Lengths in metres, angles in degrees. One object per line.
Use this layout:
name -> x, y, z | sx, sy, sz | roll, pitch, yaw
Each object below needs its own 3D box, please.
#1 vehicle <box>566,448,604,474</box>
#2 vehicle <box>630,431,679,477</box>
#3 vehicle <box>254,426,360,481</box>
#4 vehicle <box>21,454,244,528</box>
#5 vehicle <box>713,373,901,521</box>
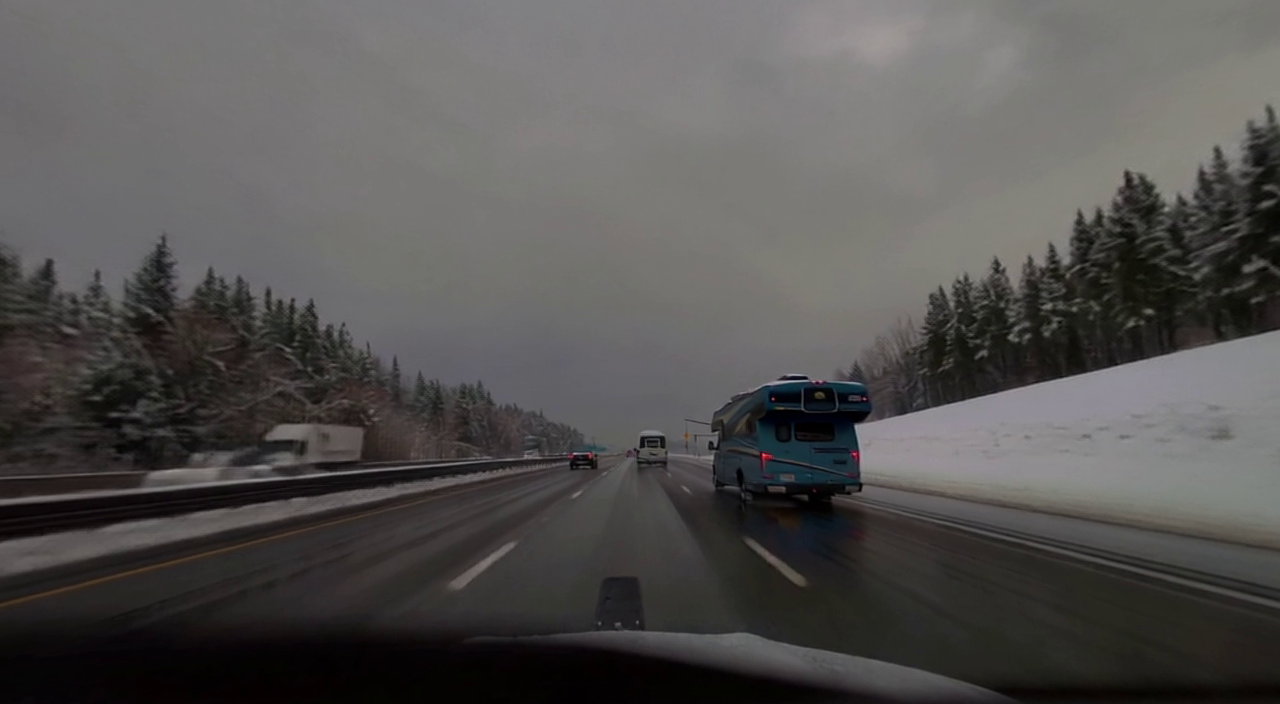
vehicle -> -3.444, 6.899, 40.160 | 1.959, 1.502, 4.559 | 0, -9, 1
vehicle -> 0.732, 5.607, 34.761 | 2.524, 2.310, 4.986 | 0, -9, 0
vehicle -> -18.894, 5.815, 36.273 | 2.605, 2.905, 6.055 | 0, -9, 1
vehicle -> -11.339, 3.088, 14.547 | 1.794, 1.424, 3.959 | 0, -9, 1
vehicle -> 3.732, 2.433, 16.191 | 2.607, 2.910, 7.252 | 0, -9, -2
